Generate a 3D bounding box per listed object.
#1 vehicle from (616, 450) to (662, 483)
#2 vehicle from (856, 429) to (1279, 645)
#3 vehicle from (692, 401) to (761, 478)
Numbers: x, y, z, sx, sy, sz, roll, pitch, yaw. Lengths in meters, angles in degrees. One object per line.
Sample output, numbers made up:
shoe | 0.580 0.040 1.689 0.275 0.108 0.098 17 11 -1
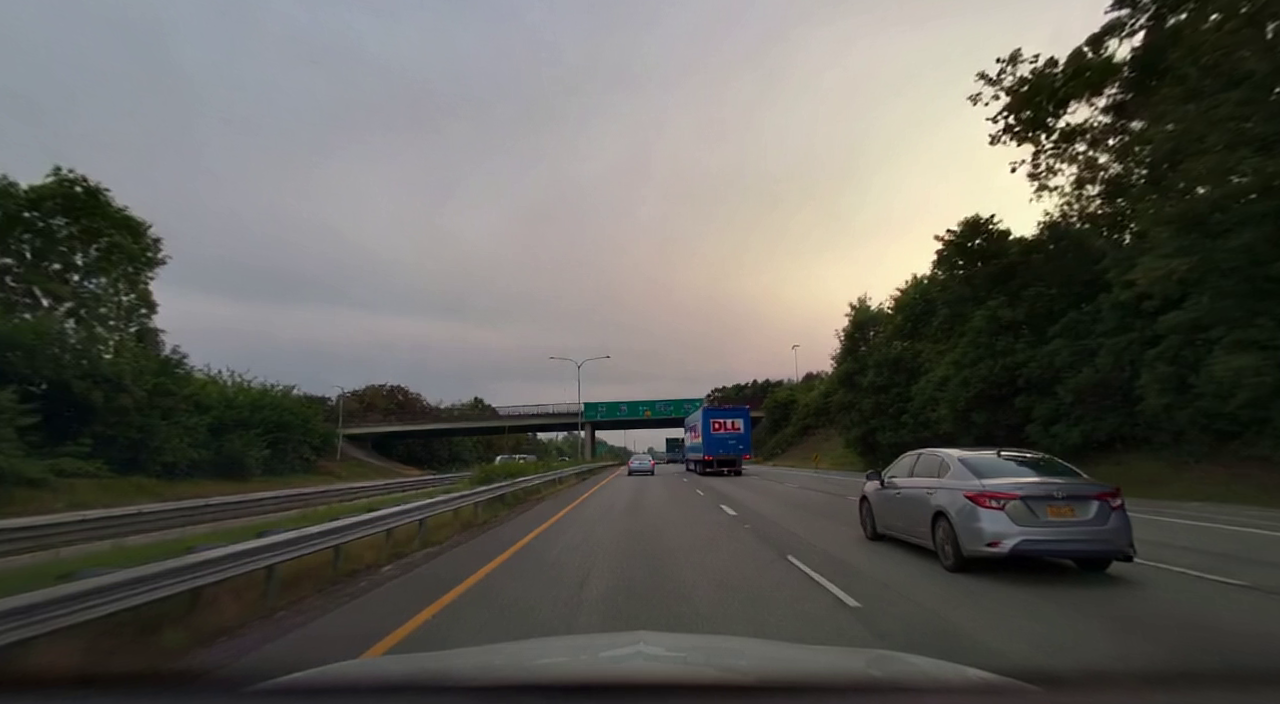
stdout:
vehicle | -0.046 5.402 29.942 2.055 1.445 3.661 0 -9 0
vehicle | 3.909 1.596 6.467 1.894 1.452 4.164 0 -9 0
vehicle | 4.892 5.227 37.282 2.838 3.985 8.010 0 -9 0
